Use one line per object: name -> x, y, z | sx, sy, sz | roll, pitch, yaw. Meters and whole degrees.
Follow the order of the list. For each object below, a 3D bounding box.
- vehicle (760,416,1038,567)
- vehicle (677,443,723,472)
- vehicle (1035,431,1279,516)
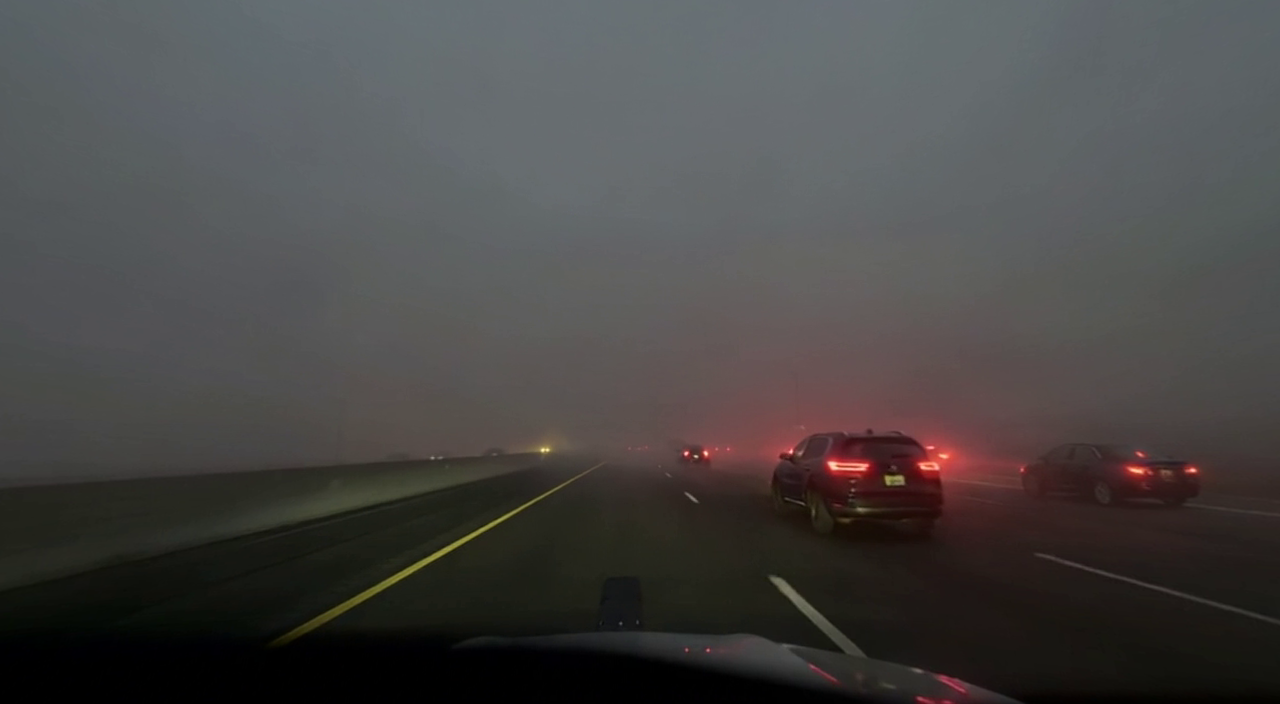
vehicle -> 3.215, 1.836, 9.113 | 1.977, 1.601, 4.598 | 0, -9, -1
vehicle -> 3.252, 5.808, 34.916 | 2.038, 1.477, 4.313 | 0, -9, -1
vehicle -> 10.900, 2.567, 13.800 | 1.844, 1.560, 4.085 | 0, -9, 0
